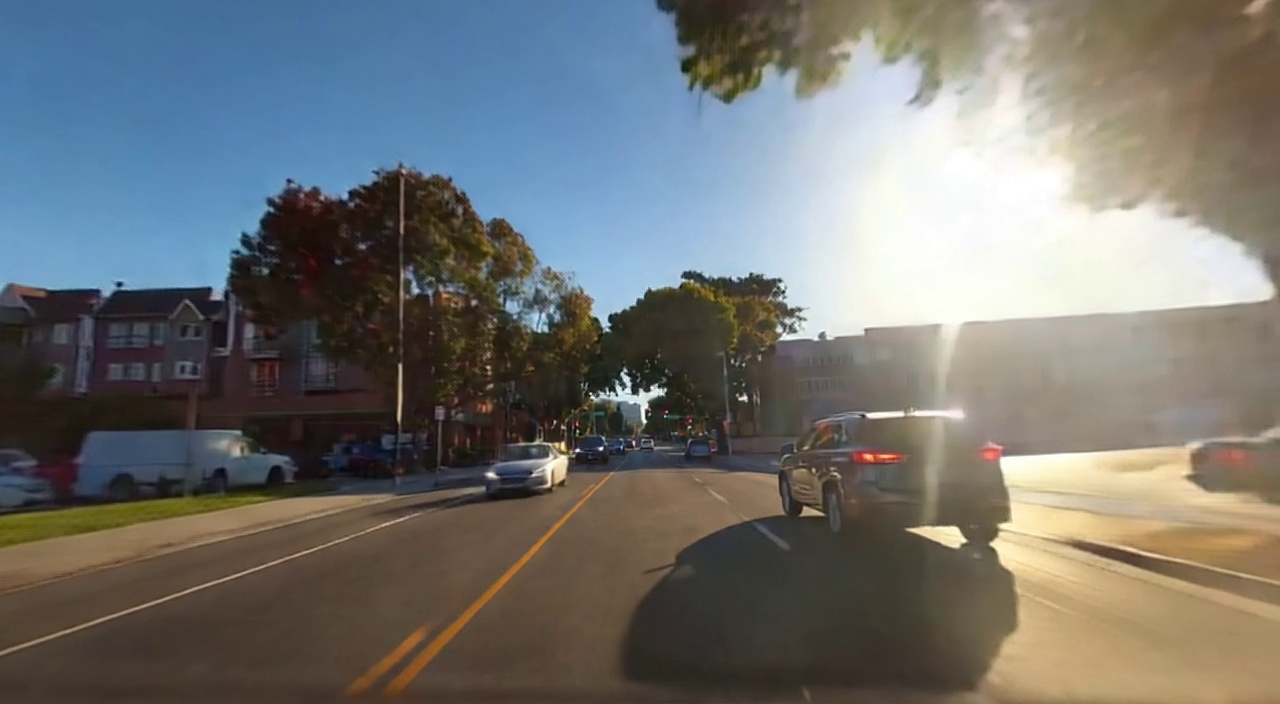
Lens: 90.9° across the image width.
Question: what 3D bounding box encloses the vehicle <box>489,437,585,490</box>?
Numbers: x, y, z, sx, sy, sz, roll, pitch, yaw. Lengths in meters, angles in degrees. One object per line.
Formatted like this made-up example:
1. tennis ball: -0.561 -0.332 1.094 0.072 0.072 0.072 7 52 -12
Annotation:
1. vehicle: -3.079 3.429 19.868 2.133 1.439 4.280 -1 -8 2

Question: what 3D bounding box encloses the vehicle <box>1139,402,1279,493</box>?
1. vehicle: 12.404 1.781 11.906 4.022 1.550 2.199 -1 -8 2

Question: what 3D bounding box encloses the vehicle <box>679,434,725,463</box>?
1. vehicle: 3.464 5.485 36.076 2.072 1.471 4.834 0 -8 -1

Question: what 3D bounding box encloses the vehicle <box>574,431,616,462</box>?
1. vehicle: -2.931 6.378 42.700 2.304 1.886 6.516 -1 -8 1

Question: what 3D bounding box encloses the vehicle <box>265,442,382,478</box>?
1. vehicle: -14.355 4.867 28.727 4.318 1.483 1.994 7 -10 -41

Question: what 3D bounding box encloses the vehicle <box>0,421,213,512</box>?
1. vehicle: -14.874 2.990 17.024 5.135 2.059 2.468 4 -10 -43

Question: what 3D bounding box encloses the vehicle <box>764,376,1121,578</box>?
1. vehicle: 3.324 1.513 8.507 2.251 1.861 5.144 0 -8 0
